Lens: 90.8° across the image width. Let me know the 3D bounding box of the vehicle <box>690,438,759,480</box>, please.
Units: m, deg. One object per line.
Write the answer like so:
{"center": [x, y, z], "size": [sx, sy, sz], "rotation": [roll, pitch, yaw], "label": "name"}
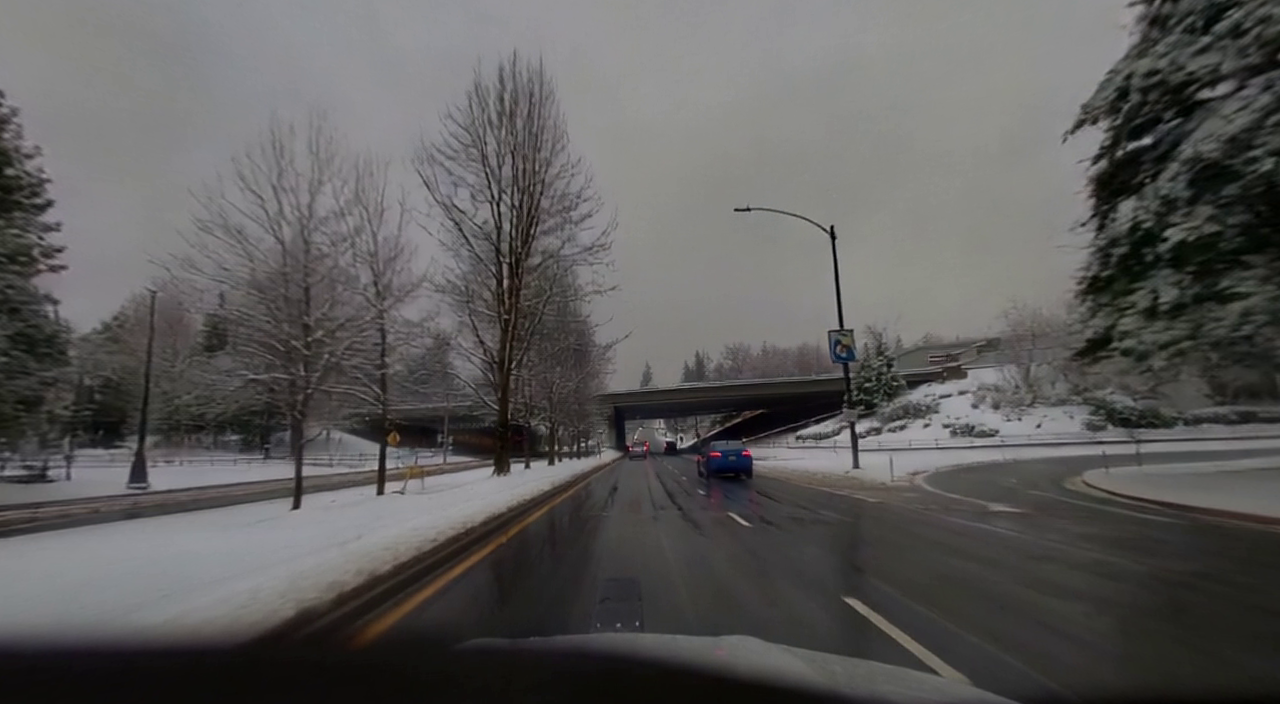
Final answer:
{"center": [3.273, 4.245, 25.395], "size": [2.062, 1.484, 4.332], "rotation": [0, -8, -1], "label": "vehicle"}
